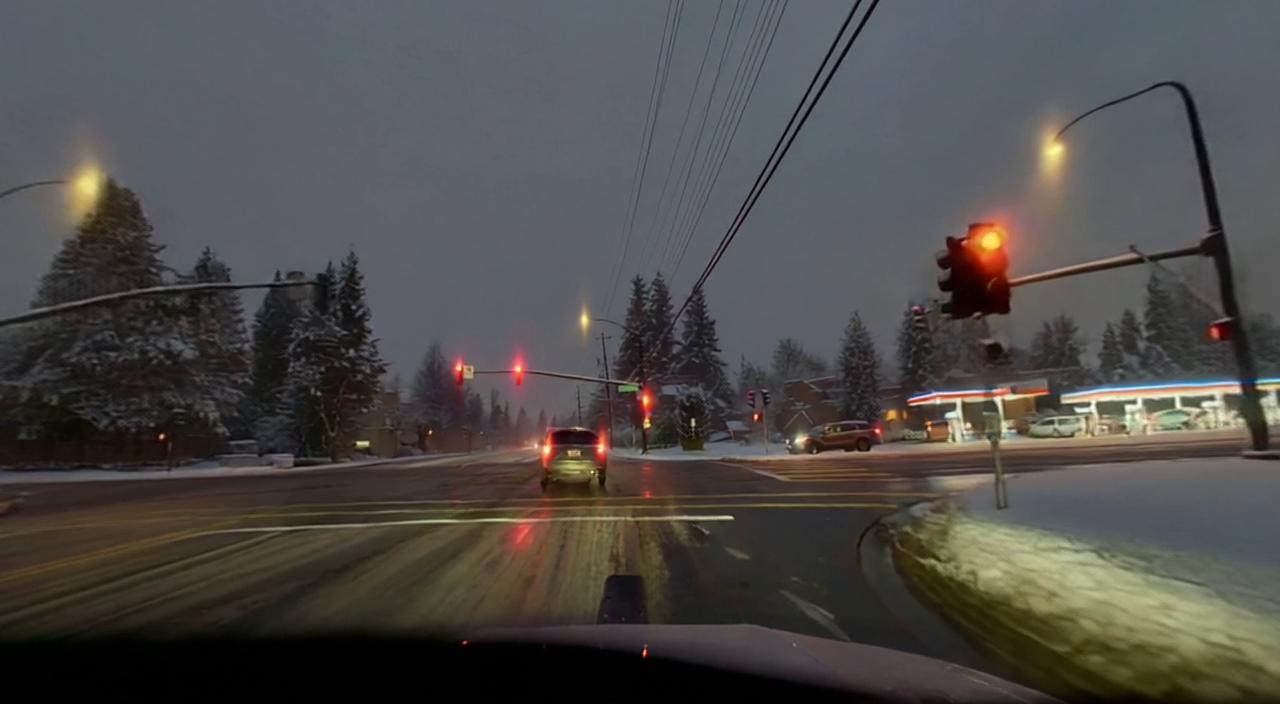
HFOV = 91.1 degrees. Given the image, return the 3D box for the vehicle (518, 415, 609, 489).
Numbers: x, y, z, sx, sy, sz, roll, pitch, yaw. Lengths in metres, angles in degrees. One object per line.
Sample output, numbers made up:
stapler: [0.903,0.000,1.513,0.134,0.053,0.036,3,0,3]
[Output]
vehicle: [-2.118,2.910,18.536,2.300,1.868,4.690,1,-8,-4]

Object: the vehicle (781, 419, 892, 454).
vehicle: [10.254,4.432,32.984,5.149,1.725,1.964,0,-8,-4]

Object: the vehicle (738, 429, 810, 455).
vehicle: [7.976,5.418,37.715,3.990,1.548,1.780,-1,-8,5]

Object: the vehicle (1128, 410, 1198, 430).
vehicle: [39.446,5.153,47.389,3.805,1.451,1.641,0,-8,-3]
